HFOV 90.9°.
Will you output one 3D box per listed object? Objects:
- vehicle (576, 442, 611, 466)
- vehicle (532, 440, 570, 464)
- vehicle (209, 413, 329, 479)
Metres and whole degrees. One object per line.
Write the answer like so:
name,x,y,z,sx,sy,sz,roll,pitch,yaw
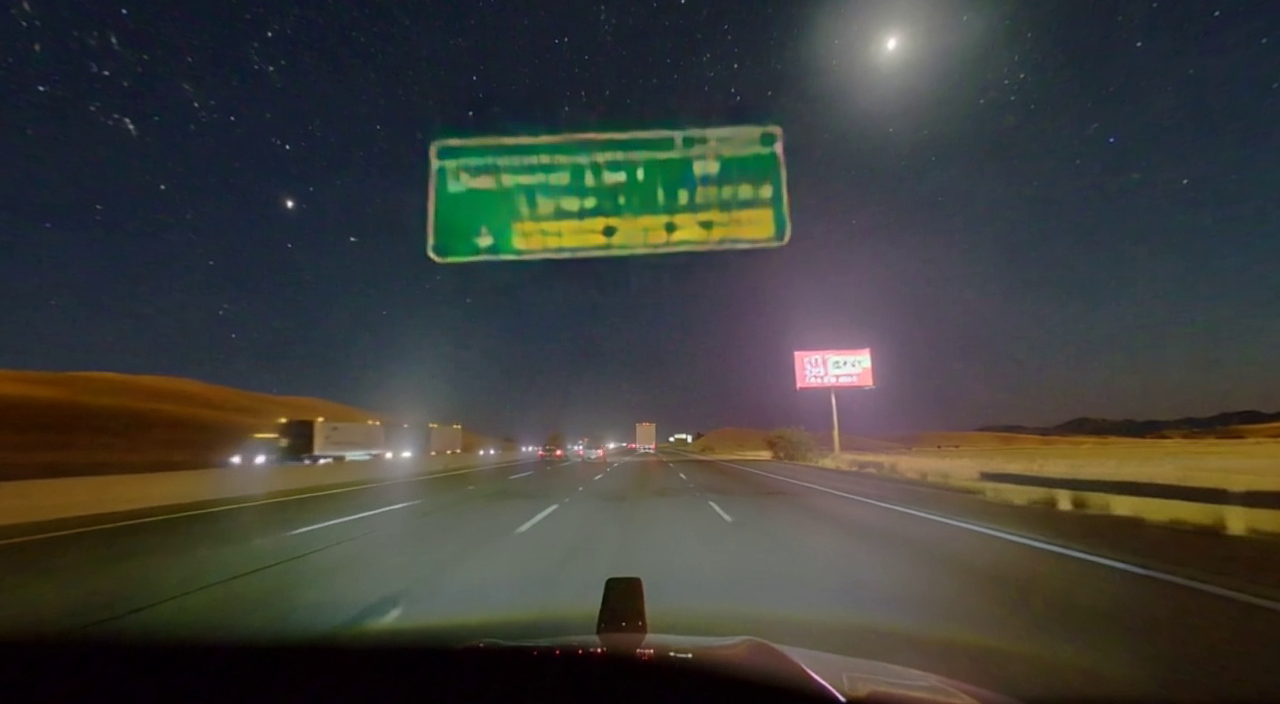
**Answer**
vehicle,-3.160,7.067,43.859,2.042,1.532,4.396,0,-8,0
vehicle,-6.679,7.521,47.738,2.062,1.708,4.458,0,-8,2
vehicle,-24.712,6.338,42.736,3.008,4.009,8.243,0,-8,0
